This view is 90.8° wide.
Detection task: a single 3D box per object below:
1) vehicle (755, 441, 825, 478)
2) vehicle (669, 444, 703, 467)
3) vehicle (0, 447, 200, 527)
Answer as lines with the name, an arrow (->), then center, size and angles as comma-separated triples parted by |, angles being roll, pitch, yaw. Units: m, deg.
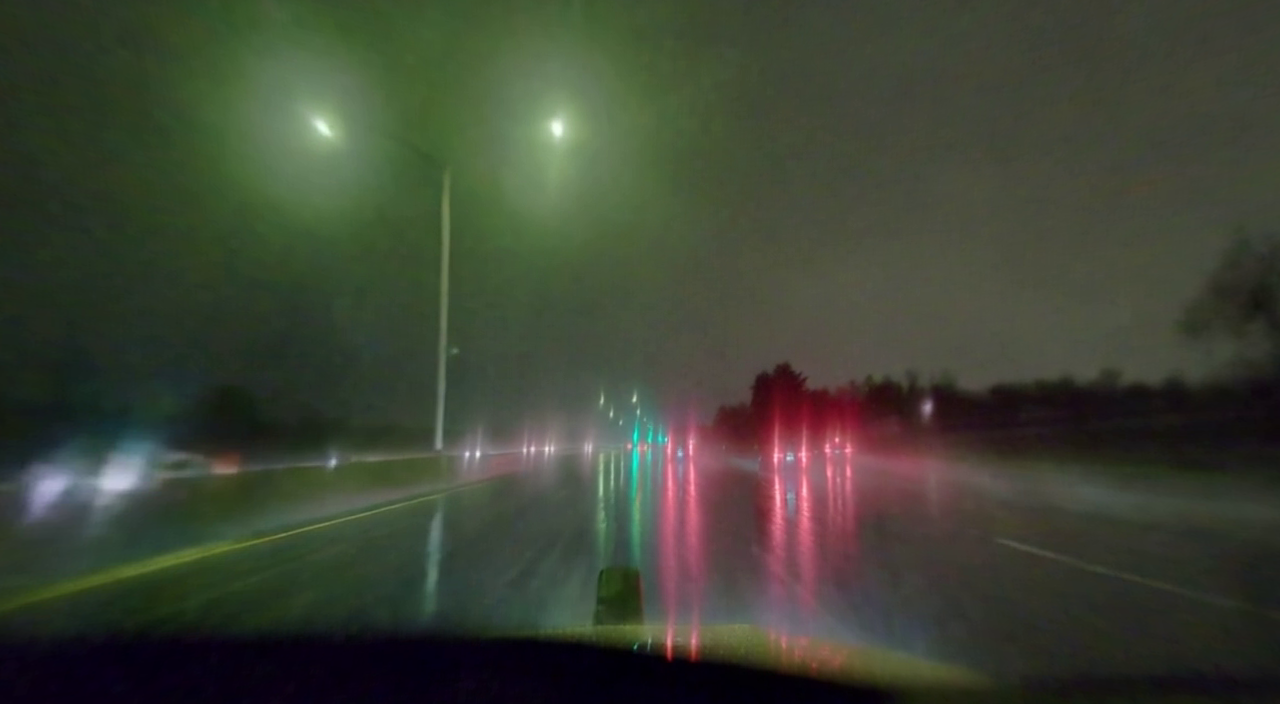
vehicle -> 6.606, 4.781, 28.274 | 2.038, 1.528, 3.910 | 0, -9, -2
vehicle -> 3.268, 7.526, 46.103 | 2.056, 1.553, 4.320 | 0, -9, -1
vehicle -> -10.906, 2.554, 12.486 | 1.687, 1.264, 3.762 | 0, -8, 0
